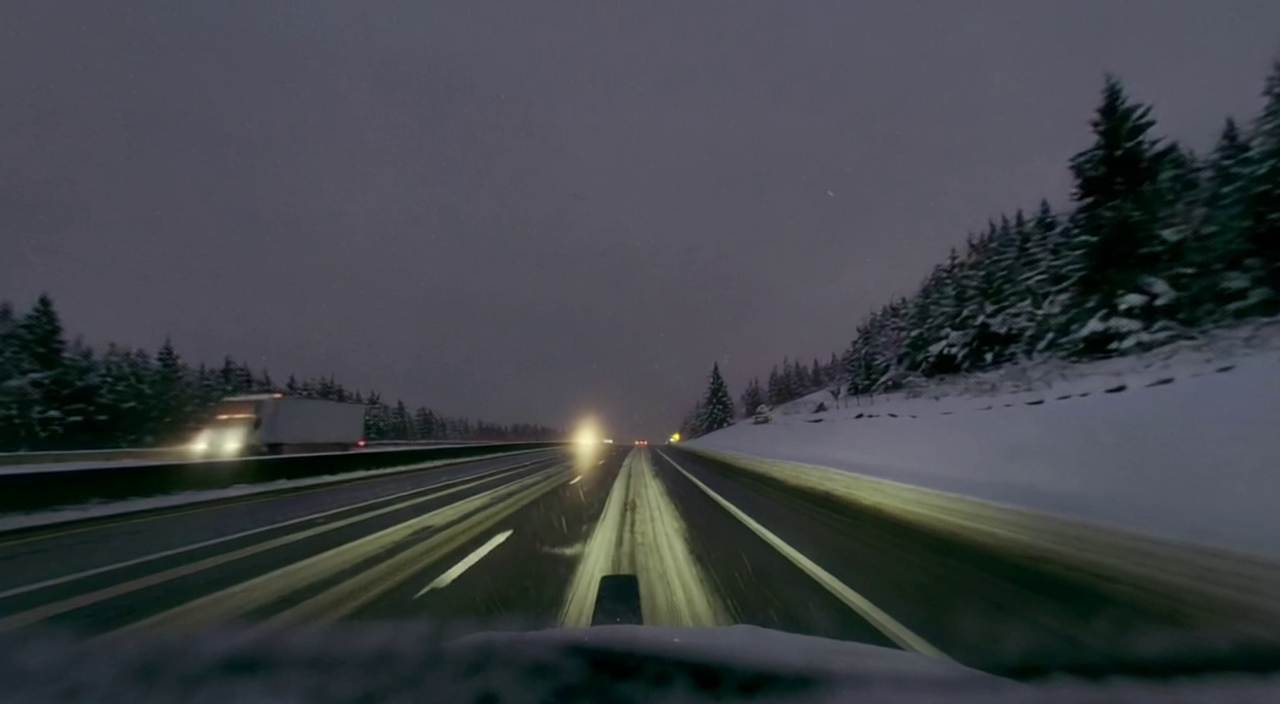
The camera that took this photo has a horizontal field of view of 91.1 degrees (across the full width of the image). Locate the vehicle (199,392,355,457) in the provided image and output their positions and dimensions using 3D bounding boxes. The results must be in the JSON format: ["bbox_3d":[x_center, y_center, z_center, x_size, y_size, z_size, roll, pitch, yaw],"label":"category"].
[{"bbox_3d":[-26.208,5.535,46.914,3.276,4.074,14.024,0,-8,0],"label":"vehicle"}]
